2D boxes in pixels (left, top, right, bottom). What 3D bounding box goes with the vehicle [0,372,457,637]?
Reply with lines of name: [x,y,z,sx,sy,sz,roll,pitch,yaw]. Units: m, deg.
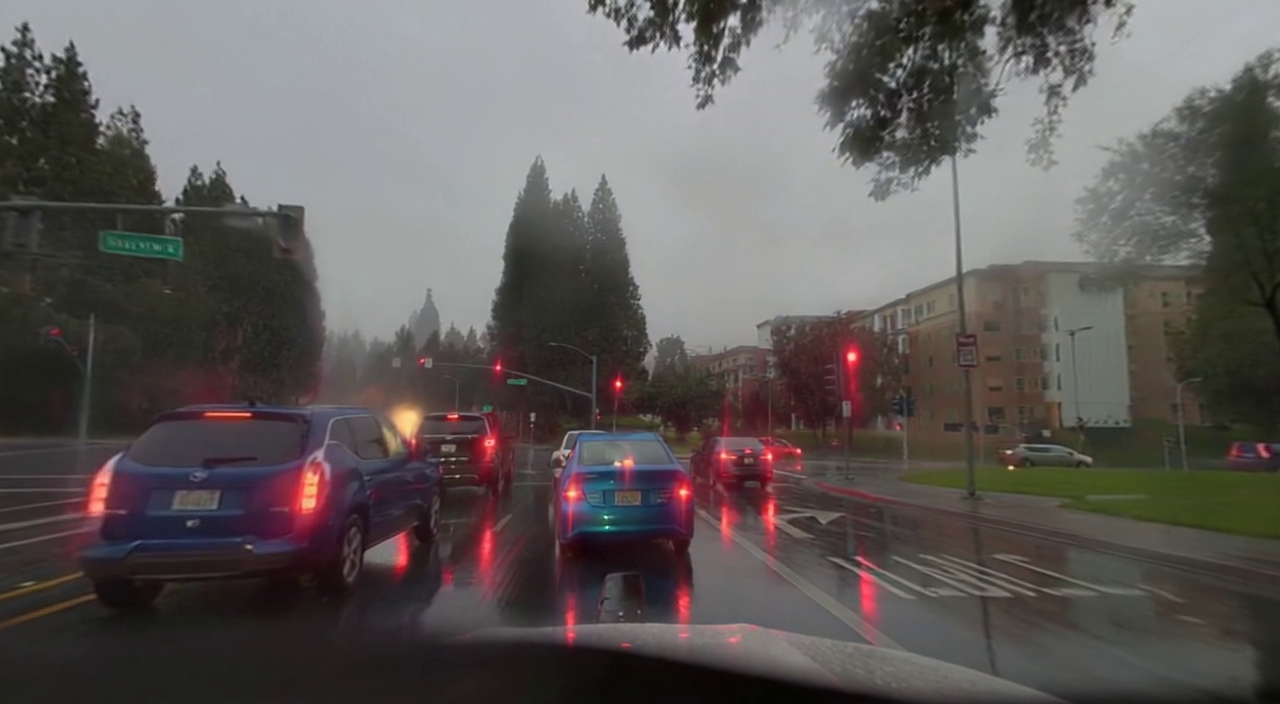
vehicle: [-3.380,1.324,6.454,1.924,1.737,4.387,0,-8,-3]

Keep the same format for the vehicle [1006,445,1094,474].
vehicle: [26.747,7.019,41.267,4.394,1.802,1.924,0,-8,-3]

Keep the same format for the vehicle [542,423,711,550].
vehicle: [-0.328,1.923,9.778,2.001,1.483,4.442,0,-8,-4]

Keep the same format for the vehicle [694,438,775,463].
vehicle: [5.841,6.099,39.244,4.609,1.513,1.861,1,-8,-5]
